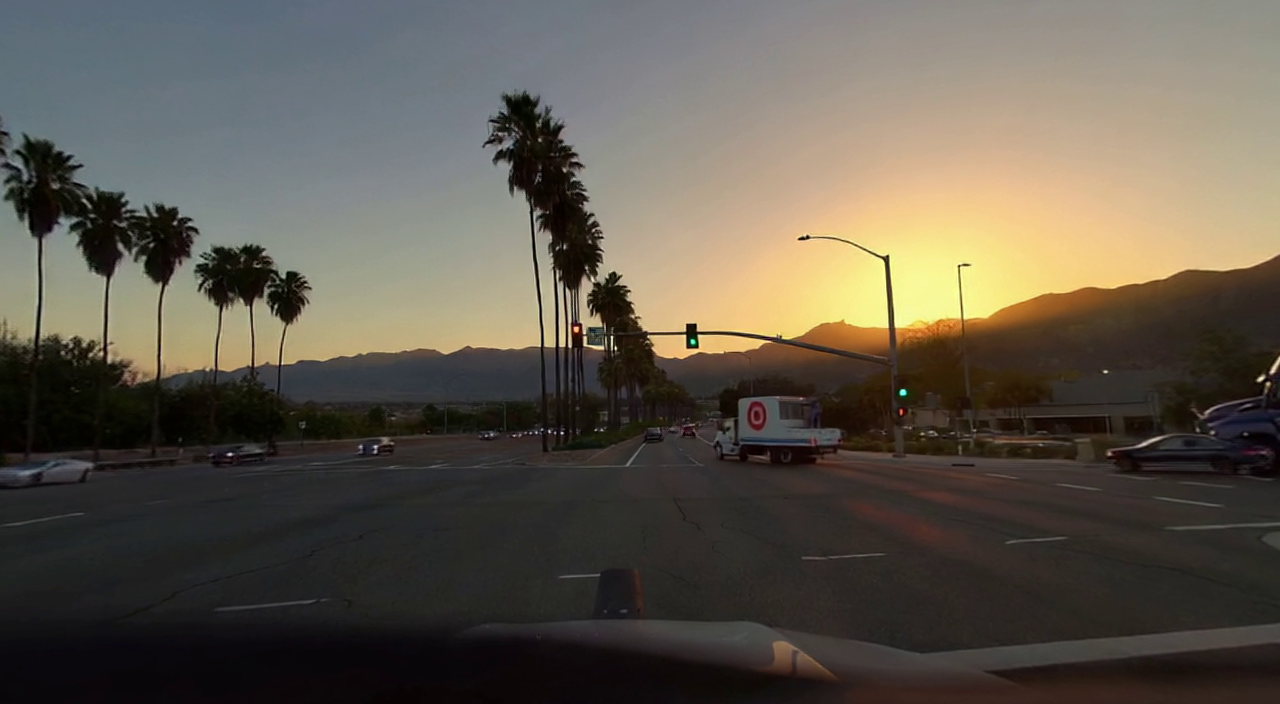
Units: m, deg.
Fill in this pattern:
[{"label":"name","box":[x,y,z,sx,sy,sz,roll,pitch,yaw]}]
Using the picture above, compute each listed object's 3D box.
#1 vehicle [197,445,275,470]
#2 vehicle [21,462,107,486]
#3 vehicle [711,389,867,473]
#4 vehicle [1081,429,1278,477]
[{"label":"vehicle","box":[-26.211,6.836,40.926,1.868,1.469,4.746,0,-9,1]},{"label":"vehicle","box":[-39.806,8.439,43.520,1.689,1.434,3.999,-2,-9,13]},{"label":"vehicle","box":[6.730,3.802,29.669,3.237,3.414,7.088,5,-10,-27]},{"label":"vehicle","box":[17.841,3.368,21.048,4.508,1.493,1.907,-2,-9,17]}]
